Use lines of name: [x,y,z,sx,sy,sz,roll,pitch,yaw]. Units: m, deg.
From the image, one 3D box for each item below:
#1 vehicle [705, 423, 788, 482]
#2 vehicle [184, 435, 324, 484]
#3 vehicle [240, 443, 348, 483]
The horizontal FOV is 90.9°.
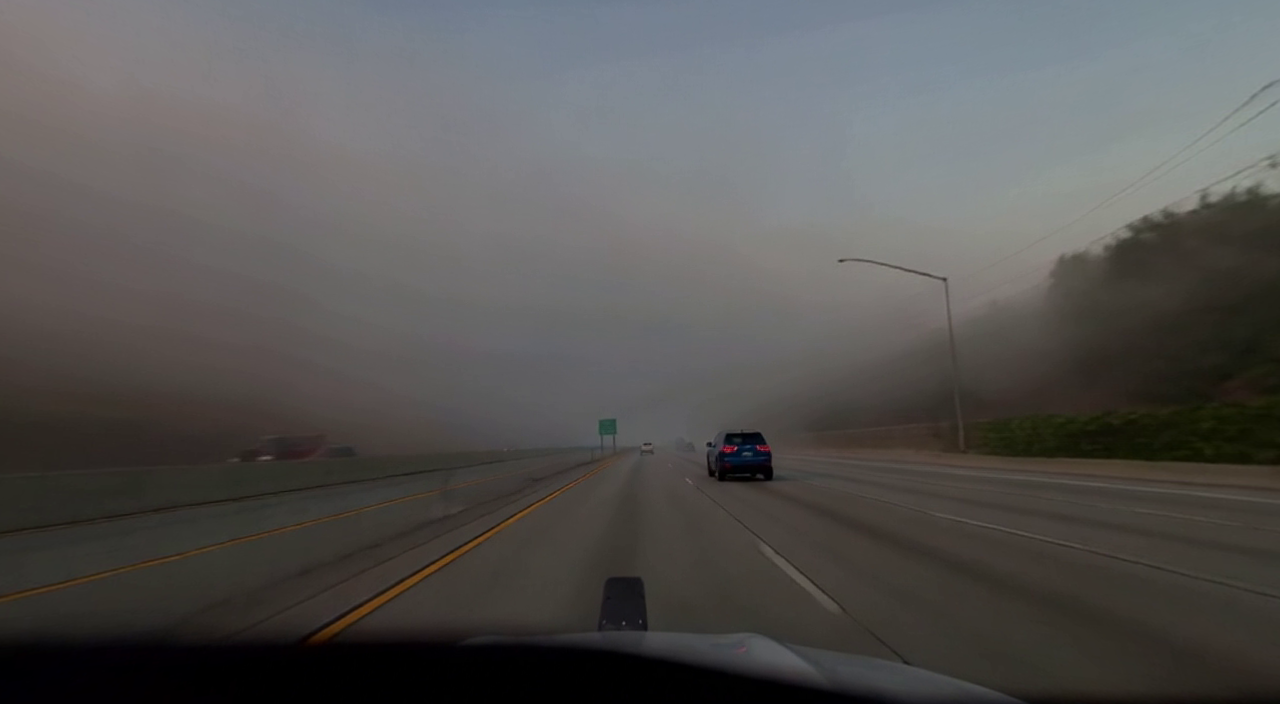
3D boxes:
vehicle: [3.625,3.517,22.264,2.120,1.832,4.287,0,-8,-1]
vehicle: [-20.673,5.790,34.480,2.679,2.309,7.731,-1,-8,1]
vehicle: [-16.942,5.416,31.308,2.324,1.768,5.382,-1,-8,0]
